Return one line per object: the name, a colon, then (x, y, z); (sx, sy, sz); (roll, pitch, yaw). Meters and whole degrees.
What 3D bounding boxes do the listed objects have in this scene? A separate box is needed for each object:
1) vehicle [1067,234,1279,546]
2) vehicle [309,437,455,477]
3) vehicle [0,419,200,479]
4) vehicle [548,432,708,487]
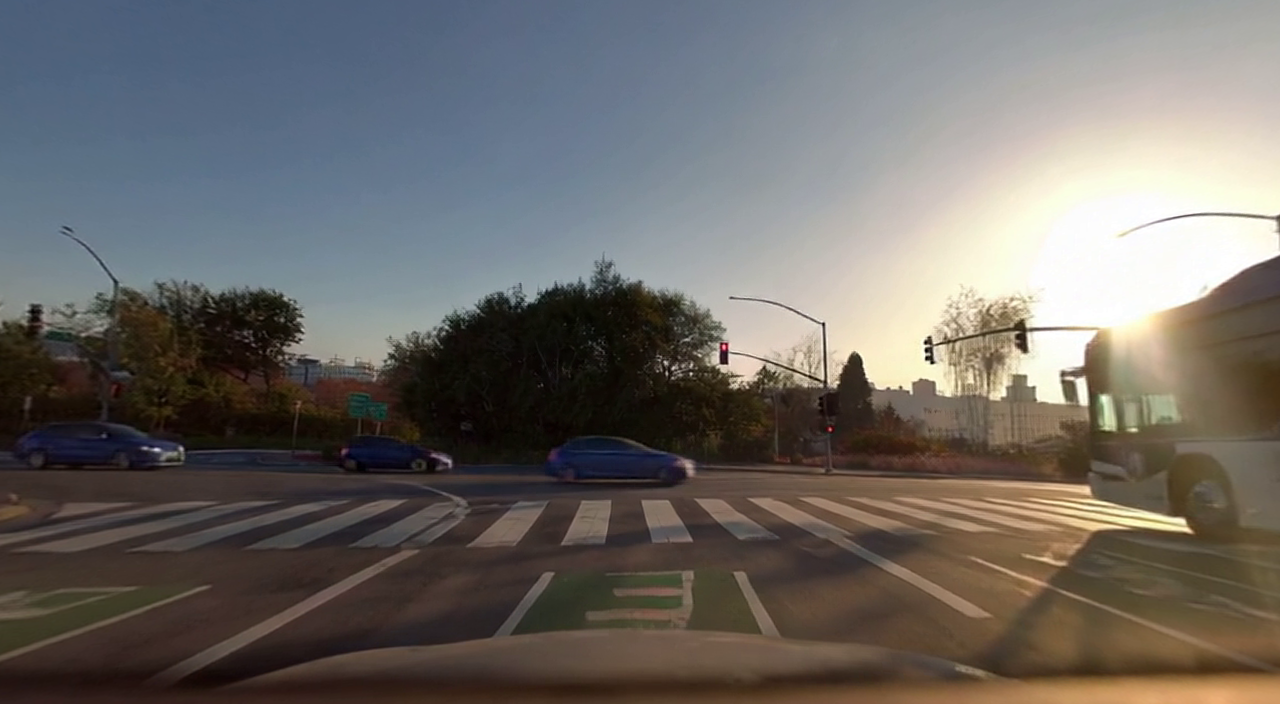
vehicle: (9.574, 0.151, 5.895); (2.916, 4.009, 13.397); (-1, -9, 5)
vehicle: (-10.212, 4.180, 25.398); (5.203, 1.488, 1.907); (3, -9, -18)
vehicle: (-16.775, 2.996, 19.570); (4.626, 1.710, 1.891); (3, -9, -18)
vehicle: (-0.407, 3.627, 21.270); (5.014, 1.675, 1.906); (4, -9, -18)
